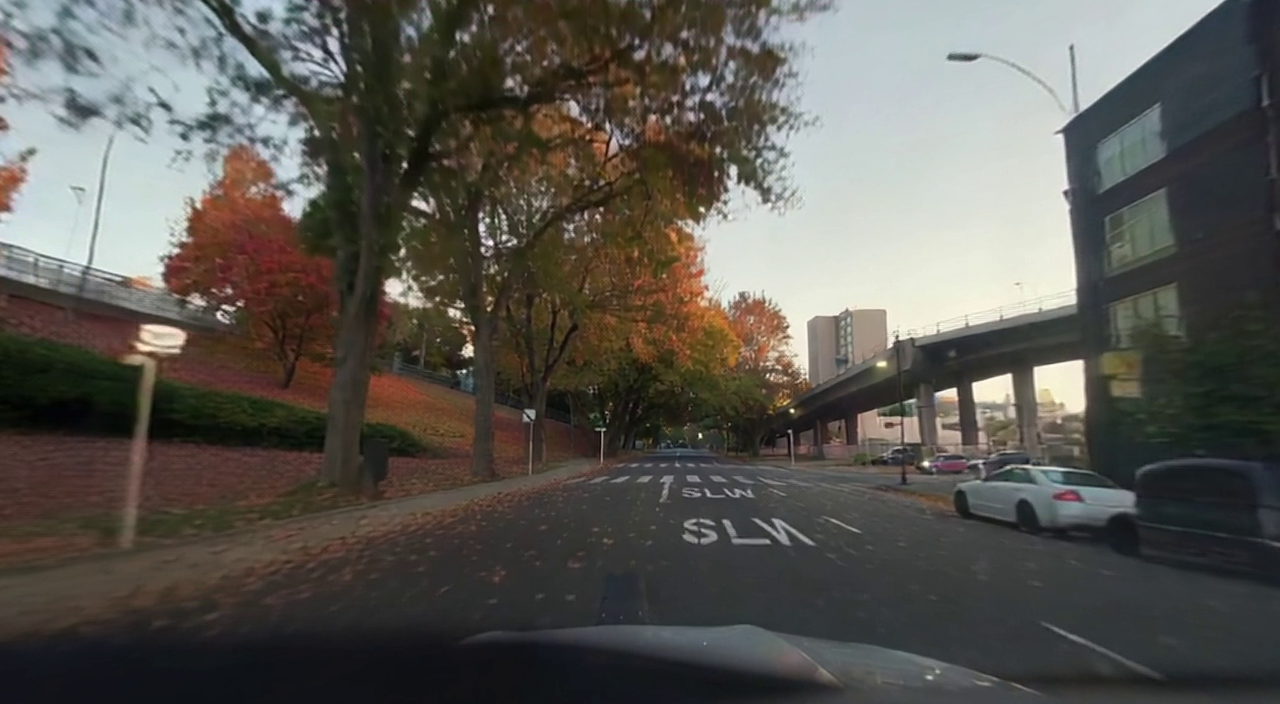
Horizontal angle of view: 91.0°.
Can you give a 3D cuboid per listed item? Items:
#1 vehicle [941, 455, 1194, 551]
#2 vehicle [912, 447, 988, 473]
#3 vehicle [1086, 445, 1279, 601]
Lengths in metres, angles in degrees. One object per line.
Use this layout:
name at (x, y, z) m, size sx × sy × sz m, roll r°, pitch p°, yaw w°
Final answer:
vehicle at (8.358, 2.946, 13.045) m, size 2.067 × 1.498 × 4.771 m, roll 0°, pitch -9°, yaw 3°
vehicle at (21.798, 7.580, 44.407) m, size 2.066 × 1.654 × 4.269 m, roll 6°, pitch -10°, yaw -35°
vehicle at (7.929, 1.982, 7.655) m, size 1.954 × 1.657 × 4.522 m, roll 0°, pitch -9°, yaw 5°
